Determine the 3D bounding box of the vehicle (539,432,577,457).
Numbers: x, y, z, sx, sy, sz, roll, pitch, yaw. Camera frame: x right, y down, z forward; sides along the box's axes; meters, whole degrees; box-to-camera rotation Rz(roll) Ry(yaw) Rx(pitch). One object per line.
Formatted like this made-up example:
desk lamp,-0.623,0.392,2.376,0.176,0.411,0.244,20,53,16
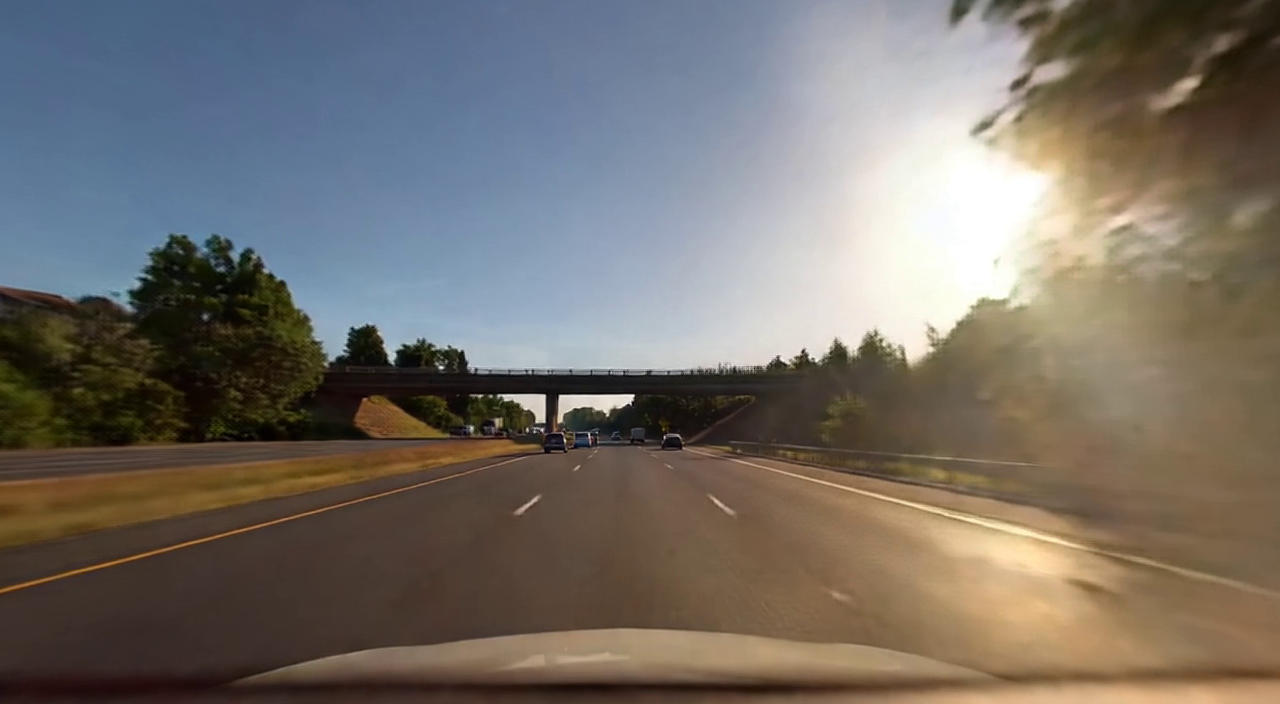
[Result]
vehicle,-4.941,5.629,38.380,1.966,1.460,3.519,0,-8,-2
